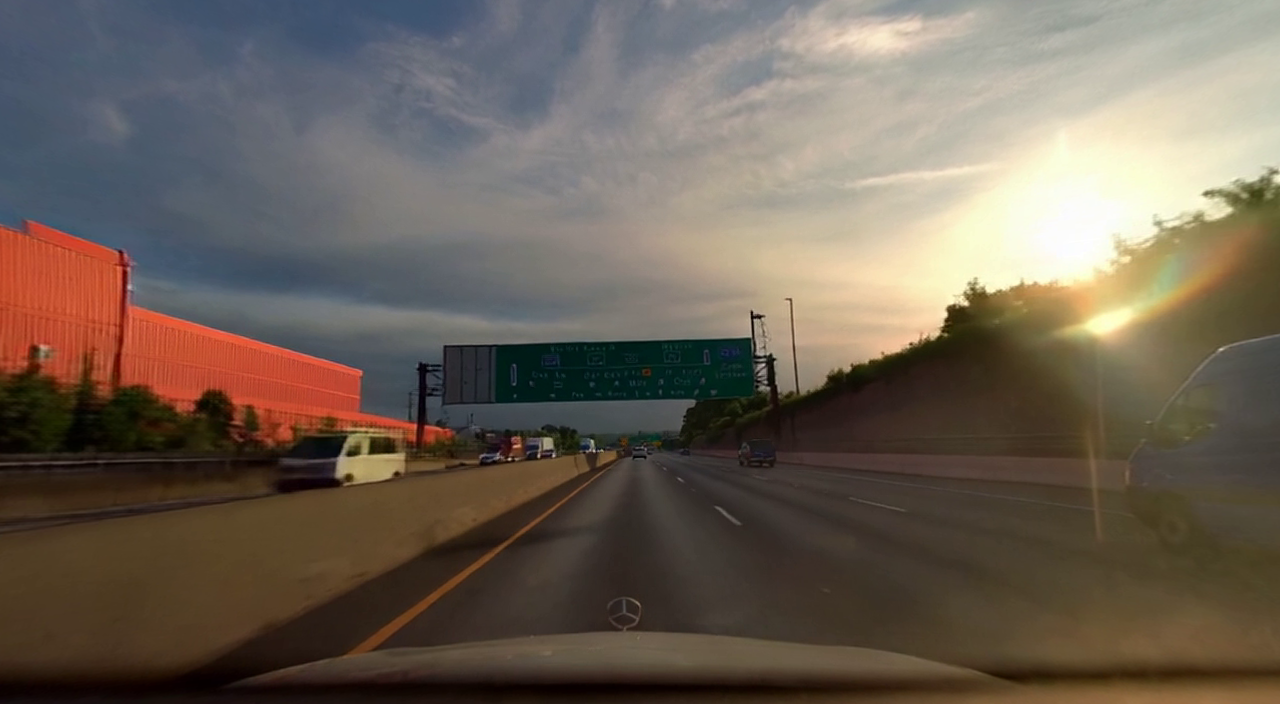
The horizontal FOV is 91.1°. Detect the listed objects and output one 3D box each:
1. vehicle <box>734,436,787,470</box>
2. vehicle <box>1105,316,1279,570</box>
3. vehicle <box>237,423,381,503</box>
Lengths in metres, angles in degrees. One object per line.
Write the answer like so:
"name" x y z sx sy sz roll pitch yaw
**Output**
"vehicle" 7.288 6.159 38.492 2.156 1.943 5.010 0 -9 -1
"vehicle" 7.861 0.835 5.847 2.283 2.631 6.053 0 -9 -1
"vehicle" -12.217 4.130 23.849 2.195 2.631 5.906 0 -9 0
